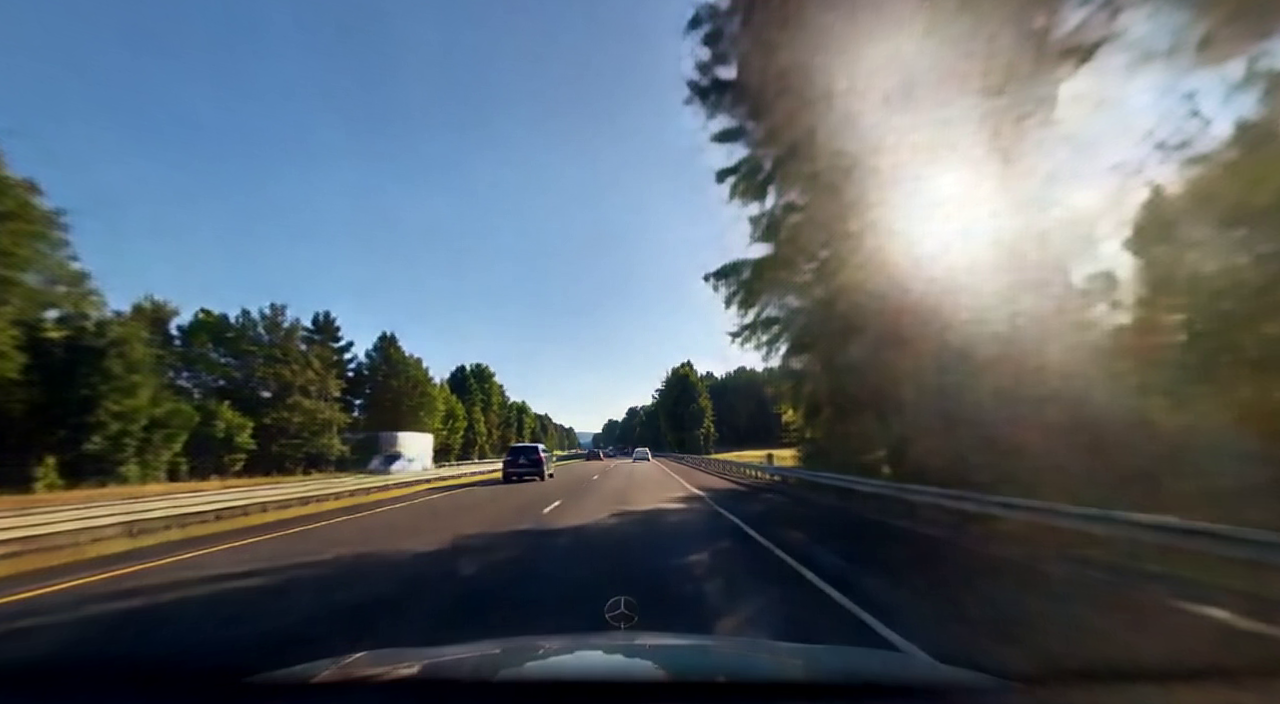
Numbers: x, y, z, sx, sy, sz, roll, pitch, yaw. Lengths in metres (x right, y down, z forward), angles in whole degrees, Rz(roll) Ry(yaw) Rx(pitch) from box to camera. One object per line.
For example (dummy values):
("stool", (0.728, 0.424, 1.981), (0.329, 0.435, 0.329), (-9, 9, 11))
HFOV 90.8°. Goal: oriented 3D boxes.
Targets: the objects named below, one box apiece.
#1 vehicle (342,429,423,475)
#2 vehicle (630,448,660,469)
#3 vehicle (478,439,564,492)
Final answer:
("vehicle", (-16.532, 6.474, 41.071), (2.419, 2.745, 6.688), (0, -9, 0))
("vehicle", (0.300, 7.677, 45.747), (2.046, 1.452, 4.407), (0, -9, -1))
("vehicle", (-4.029, 3.925, 22.151), (2.100, 1.667, 4.223), (0, -9, 1))
